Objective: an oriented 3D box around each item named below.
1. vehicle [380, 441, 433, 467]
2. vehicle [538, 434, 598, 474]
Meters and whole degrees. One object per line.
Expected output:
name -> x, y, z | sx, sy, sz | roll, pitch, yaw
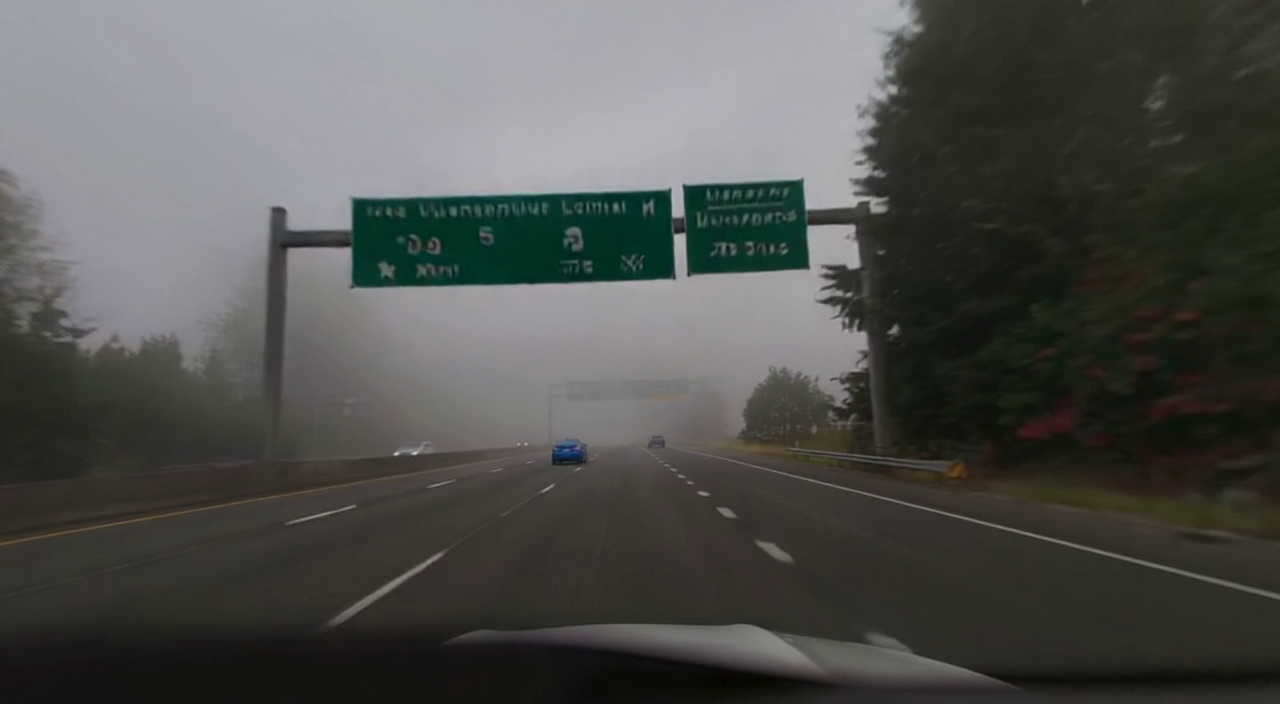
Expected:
vehicle -> -16.923, 7.384, 45.868 | 2.028, 1.708, 4.792 | 0, -8, 0
vehicle -> -2.843, 4.111, 25.693 | 2.000, 1.491, 3.913 | 0, -8, 0
